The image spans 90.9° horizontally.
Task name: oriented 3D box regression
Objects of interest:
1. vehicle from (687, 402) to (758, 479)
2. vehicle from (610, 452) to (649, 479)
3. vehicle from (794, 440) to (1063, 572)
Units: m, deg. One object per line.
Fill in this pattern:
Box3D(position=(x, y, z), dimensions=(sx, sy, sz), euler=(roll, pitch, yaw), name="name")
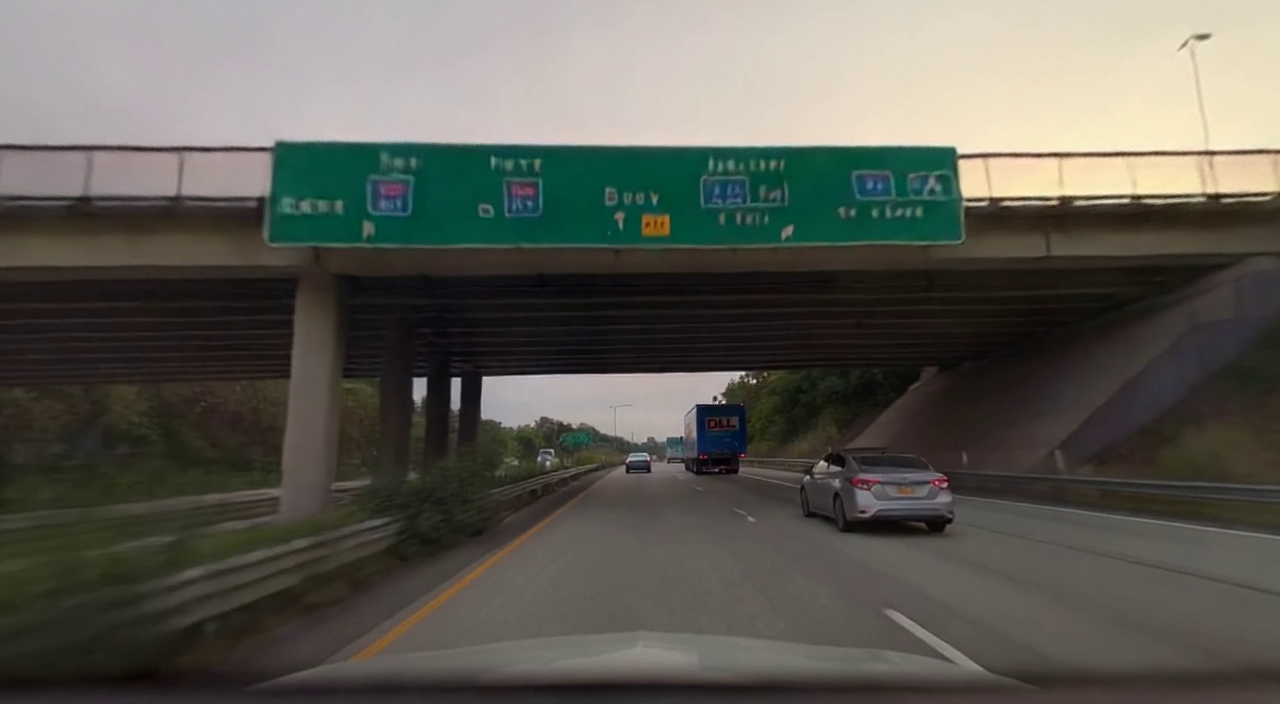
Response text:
Box3D(position=(4.632, 5.280, 37.208), dimensions=(2.838, 3.985, 8.010), euler=(0, -9, -1), name="vehicle")
Box3D(position=(-0.573, 6.438, 35.949), dimensions=(2.055, 1.445, 3.661), euler=(0, -9, 0), name="vehicle")
Box3D(position=(3.783, 2.066, 9.248), dimensions=(1.894, 1.452, 4.164), euler=(0, -9, -1), name="vehicle")
